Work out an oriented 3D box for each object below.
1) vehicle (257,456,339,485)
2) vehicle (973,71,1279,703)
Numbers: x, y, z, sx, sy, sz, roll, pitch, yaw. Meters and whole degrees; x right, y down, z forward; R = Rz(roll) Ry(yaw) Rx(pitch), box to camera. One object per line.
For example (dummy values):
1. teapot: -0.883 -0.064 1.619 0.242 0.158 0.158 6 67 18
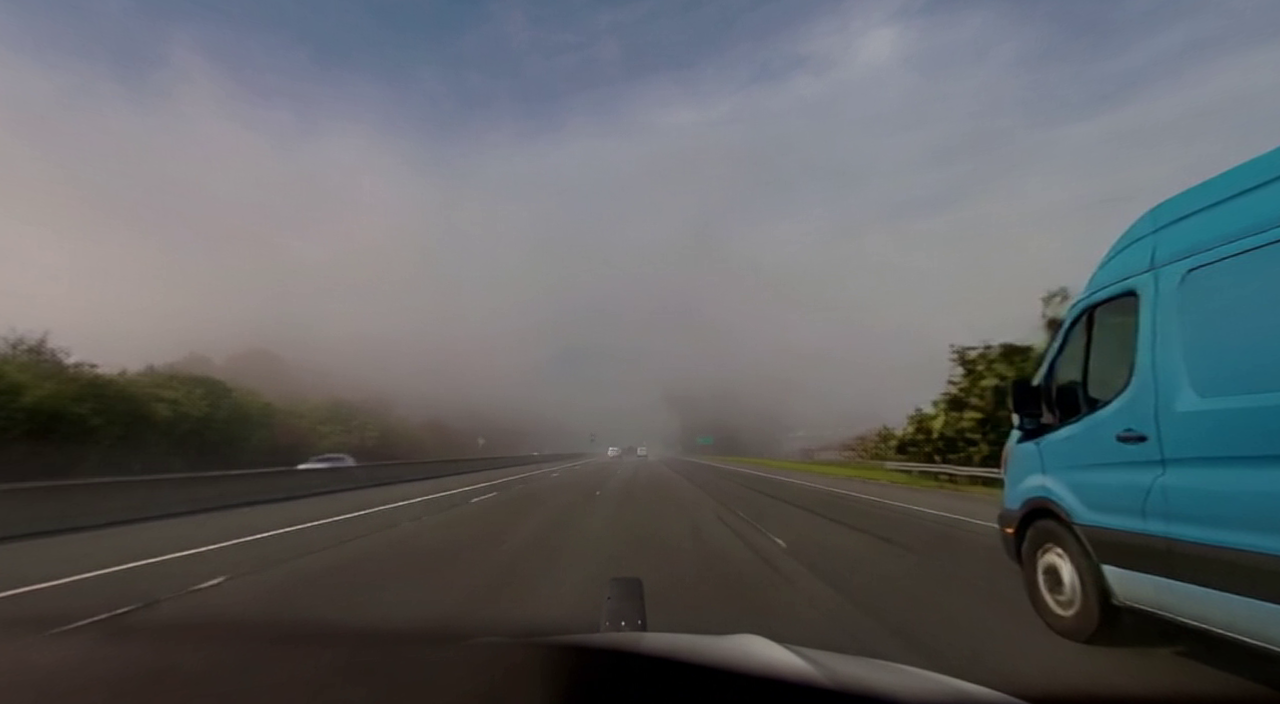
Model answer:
1. vehicle: -19.348 6.691 35.902 2.011 1.496 4.719 0 -9 0
2. vehicle: 3.939 0.056 1.449 2.527 2.809 6.831 0 -9 0
